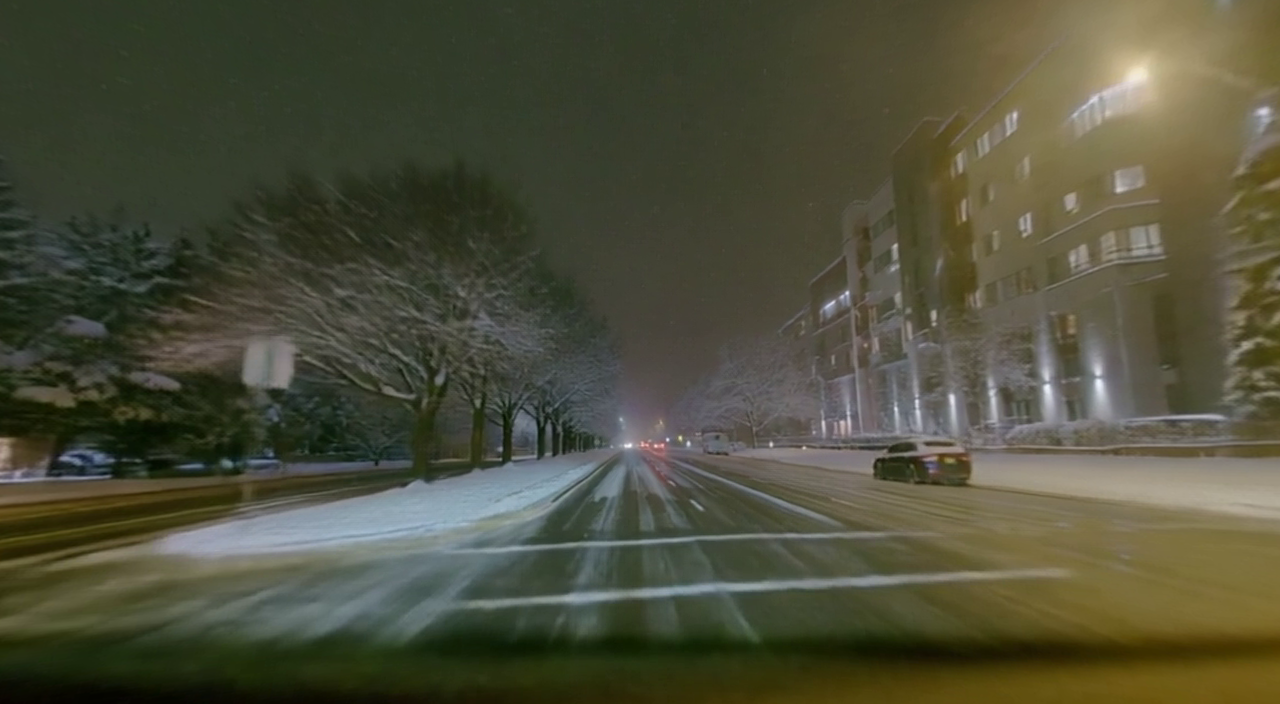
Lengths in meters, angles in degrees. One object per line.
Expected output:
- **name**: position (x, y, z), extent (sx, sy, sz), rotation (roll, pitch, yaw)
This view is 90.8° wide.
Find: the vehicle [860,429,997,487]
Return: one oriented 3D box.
- **vehicle**: position (9.765, 3.633, 21.969), extent (2.065, 1.732, 5.036), rotation (0, -8, -4)
